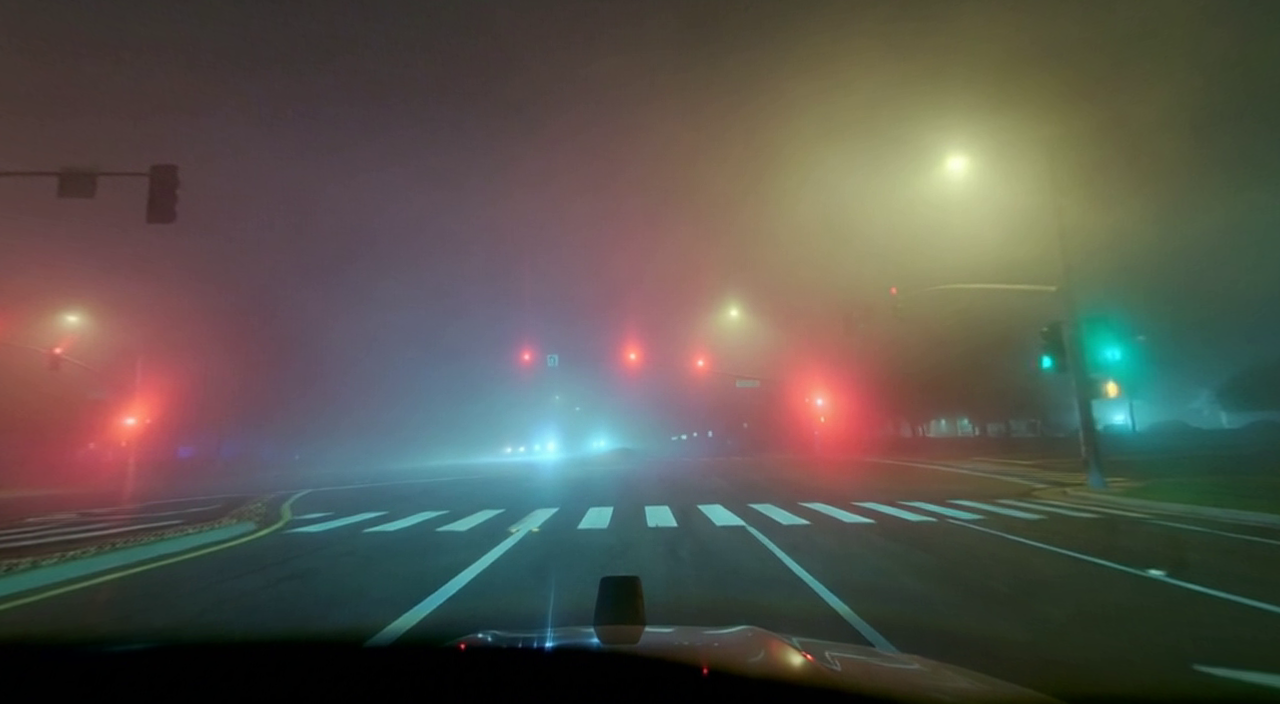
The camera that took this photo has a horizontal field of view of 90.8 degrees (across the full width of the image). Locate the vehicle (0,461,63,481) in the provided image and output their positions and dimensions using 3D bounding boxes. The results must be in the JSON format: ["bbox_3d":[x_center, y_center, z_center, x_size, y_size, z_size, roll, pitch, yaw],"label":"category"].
[{"bbox_3d":[-47.570,9.221,48.936,1.619,1.394,3.818,-5,-10,28],"label":"vehicle"}]
